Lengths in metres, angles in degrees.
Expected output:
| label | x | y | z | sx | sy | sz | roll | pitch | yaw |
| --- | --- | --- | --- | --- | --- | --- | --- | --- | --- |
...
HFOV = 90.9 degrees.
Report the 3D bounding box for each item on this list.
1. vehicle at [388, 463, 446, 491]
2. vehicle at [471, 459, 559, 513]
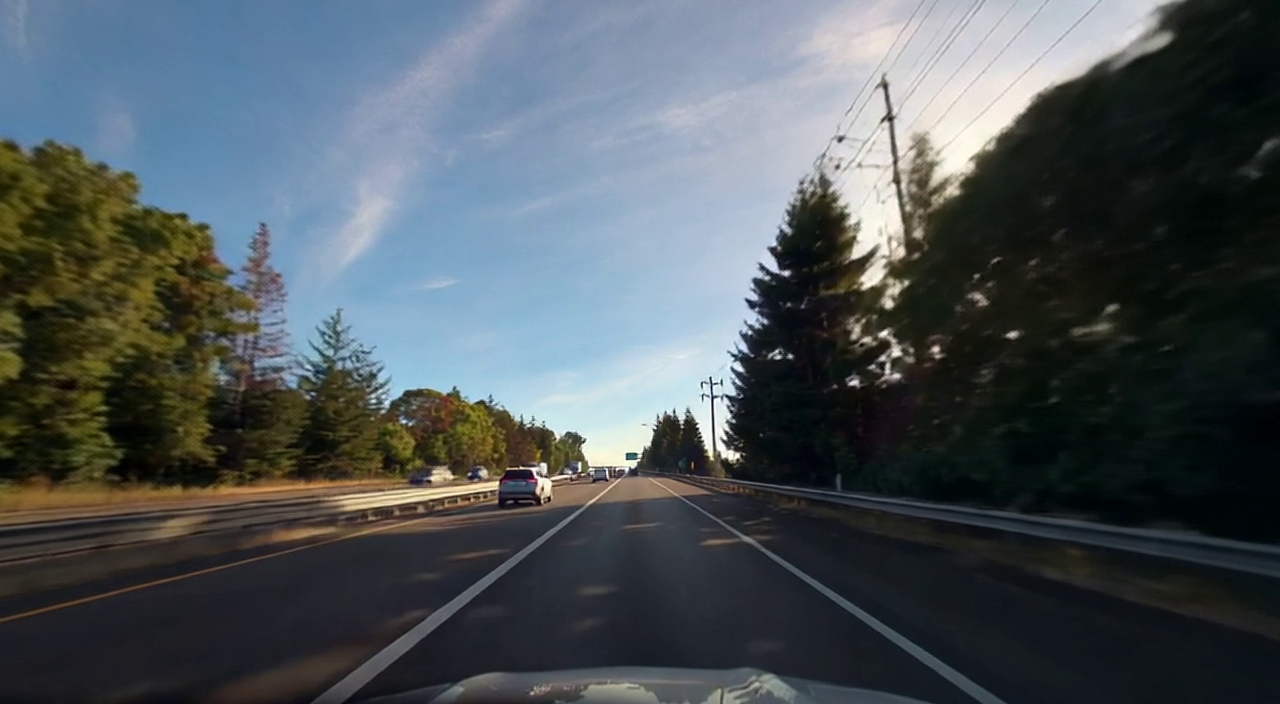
| label | x | y | z | sx | sy | sz | roll | pitch | yaw |
| --- | --- | --- | --- | --- | --- | --- | --- | --- | --- |
| vehicle | -13.302 | 7.484 | 37.810 | 1.974 | 1.556 | 3.945 | 1 | -10 | 0 |
| vehicle | -3.933 | 4.321 | 20.610 | 1.963 | 1.501 | 4.227 | 1 | -10 | 0 |
